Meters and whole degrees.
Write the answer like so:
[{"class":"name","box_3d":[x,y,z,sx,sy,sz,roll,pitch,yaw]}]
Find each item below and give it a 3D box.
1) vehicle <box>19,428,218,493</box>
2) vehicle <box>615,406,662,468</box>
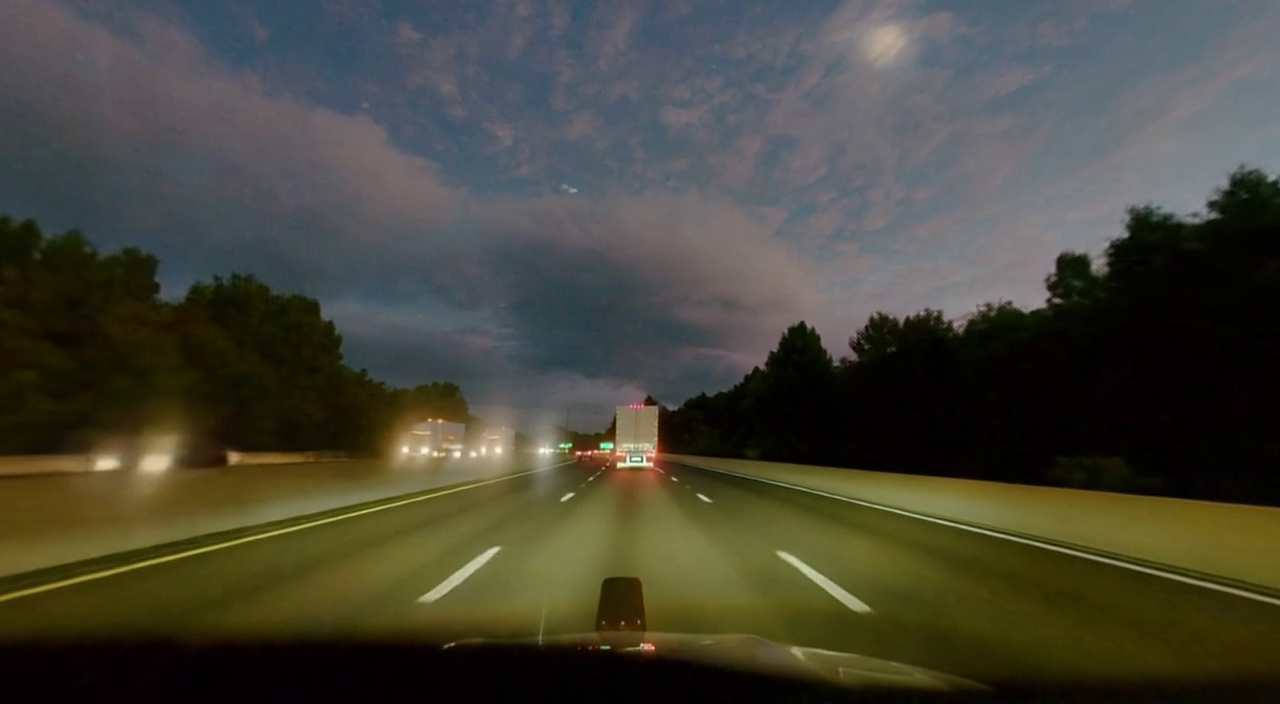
[{"class":"vehicle","box_3d":[-13.128,2.757,16.264,1.770,1.469,3.967,0,-9,-1]},{"class":"vehicle","box_3d":[-0.222,6.244,45.554,2.962,3.953,10.696,0,-9,-1]}]
